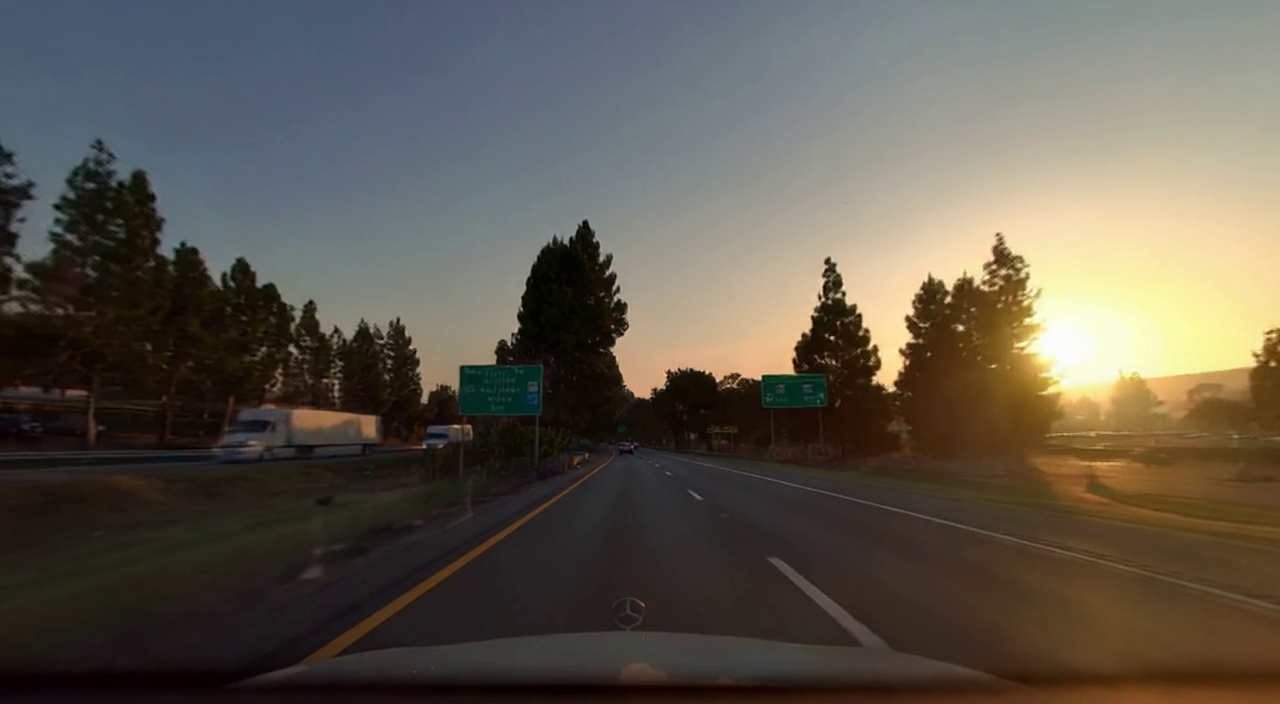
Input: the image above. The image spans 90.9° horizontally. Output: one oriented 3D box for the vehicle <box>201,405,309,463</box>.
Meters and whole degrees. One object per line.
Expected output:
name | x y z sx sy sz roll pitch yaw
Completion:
vehicle | -28.914 6.282 47.934 3.022 3.996 8.151 0 -9 0
